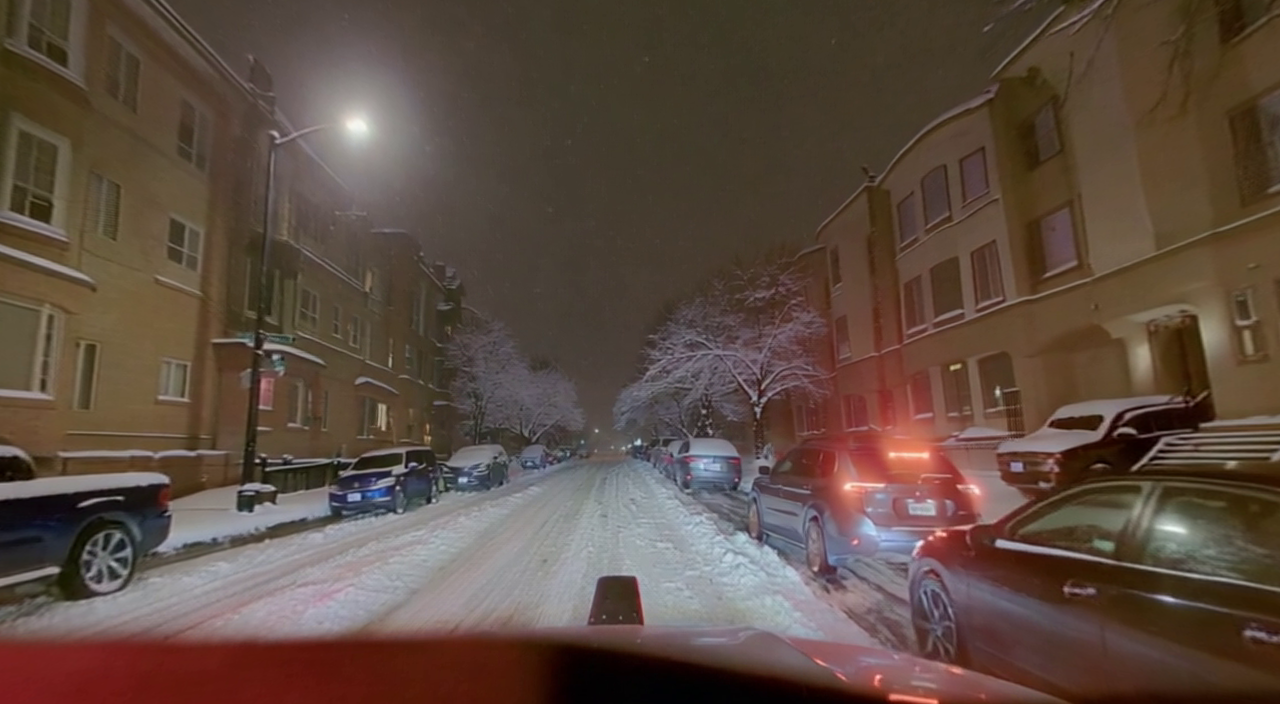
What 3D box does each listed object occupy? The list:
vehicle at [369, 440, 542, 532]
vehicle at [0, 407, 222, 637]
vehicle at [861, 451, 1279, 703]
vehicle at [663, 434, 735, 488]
[{"bbox_3d":[-3.419,2.554,12.754,1.966,1.515,4.394,-1,-8,3],"label":"vehicle"},{"bbox_3d":[-6.458,1.456,5.051,2.308,1.877,6.060,-4,-8,-2],"label":"vehicle"},{"bbox_3d":[2.468,1.048,2.232,1.720,1.333,4.233,0,-8,-2],"label":"vehicle"},{"bbox_3d":[1.908,3.699,21.724,1.878,1.664,4.033,0,-8,-3],"label":"vehicle"}]
